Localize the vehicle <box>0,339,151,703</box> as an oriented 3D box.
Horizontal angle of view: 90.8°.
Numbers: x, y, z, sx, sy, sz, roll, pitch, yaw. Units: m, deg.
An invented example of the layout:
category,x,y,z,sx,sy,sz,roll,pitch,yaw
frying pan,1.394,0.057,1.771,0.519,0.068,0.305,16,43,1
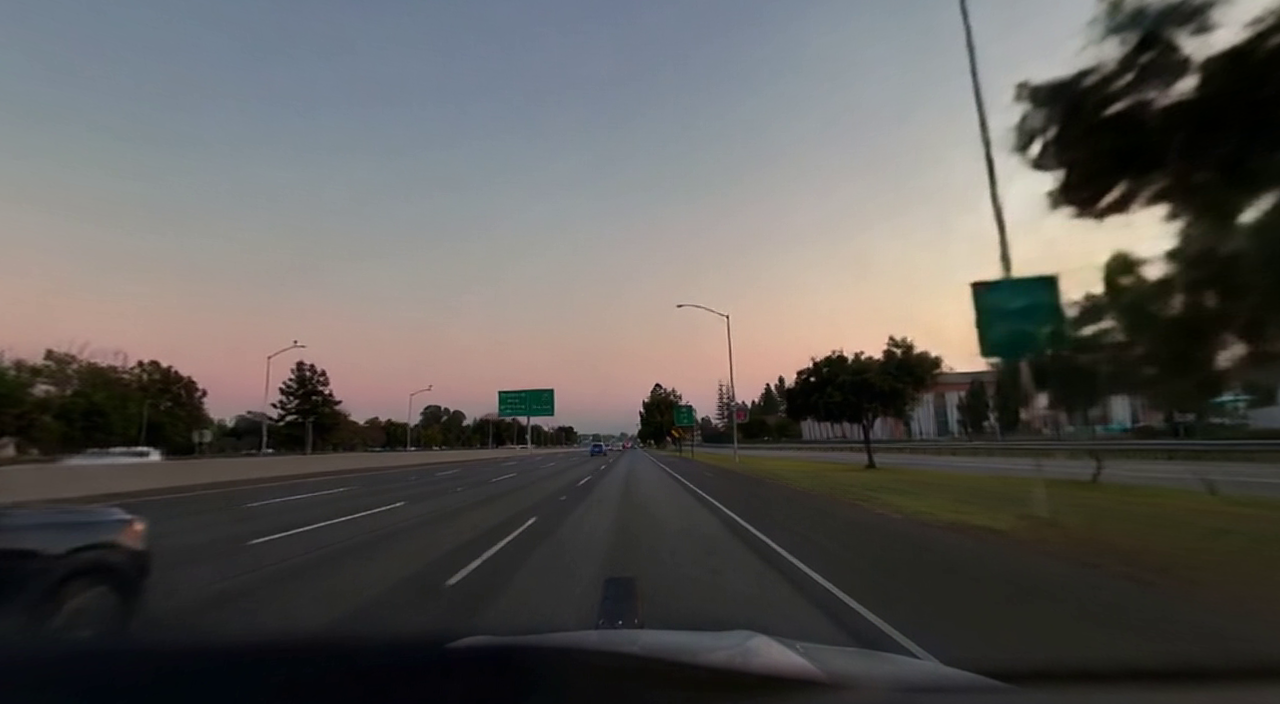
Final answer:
category,x,y,z,sx,sy,sz,roll,pitch,yaw
vehicle,-3.815,0.603,1.111,2.150,1.761,4.697,0,-8,-1
